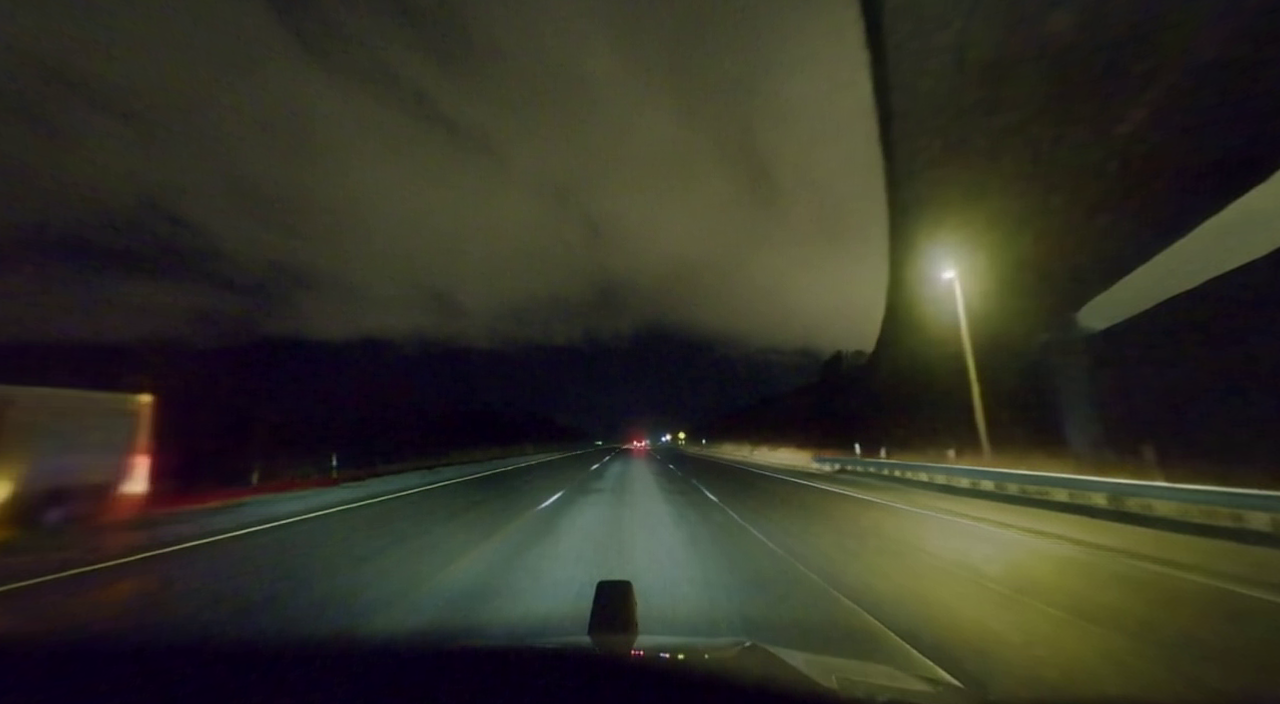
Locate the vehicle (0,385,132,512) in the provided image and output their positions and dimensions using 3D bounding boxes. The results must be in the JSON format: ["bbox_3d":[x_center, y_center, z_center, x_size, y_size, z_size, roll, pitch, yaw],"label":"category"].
[{"bbox_3d":[-17.206,2.437,15.811,2.858,3.086,7.172,0,-8,-1],"label":"vehicle"}]
